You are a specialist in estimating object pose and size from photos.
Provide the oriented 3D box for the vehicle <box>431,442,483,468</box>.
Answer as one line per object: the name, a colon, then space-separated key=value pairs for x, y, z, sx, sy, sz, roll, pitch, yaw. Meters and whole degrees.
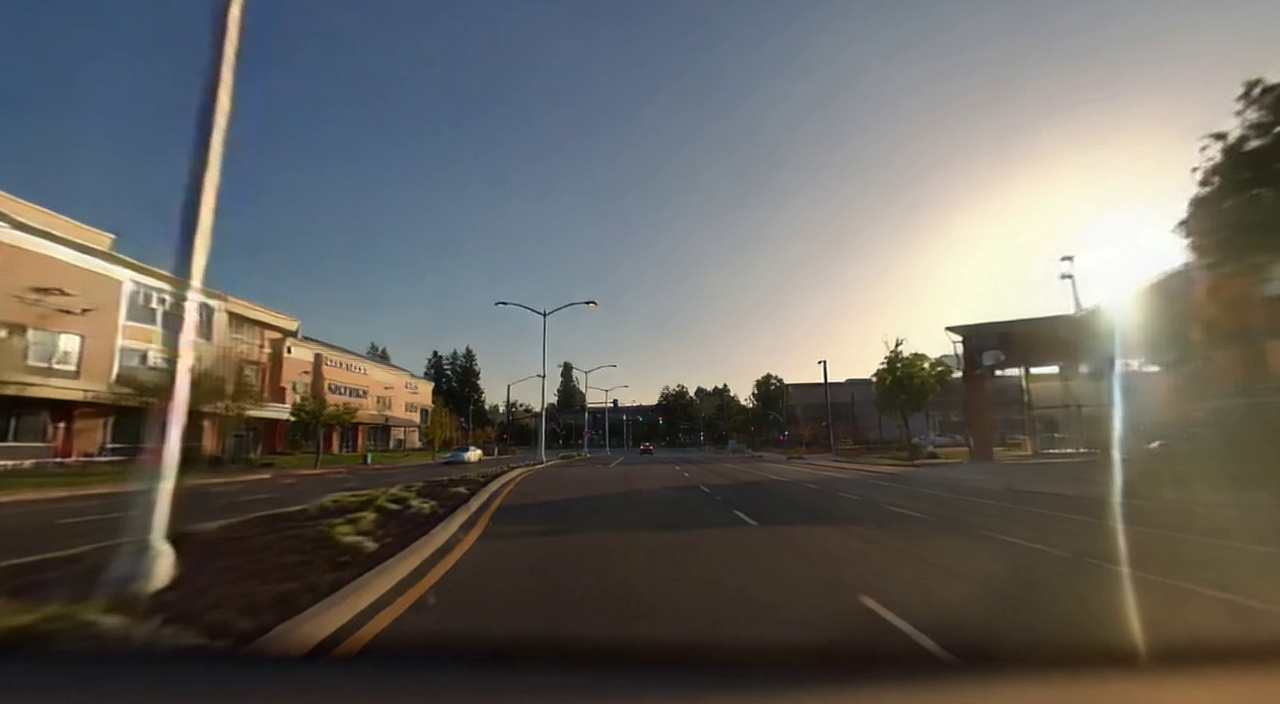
vehicle: x=-11.245 y=6.361 z=39.058 sx=1.929 sy=1.476 sz=4.590 roll=0 pitch=-9 yaw=-1
